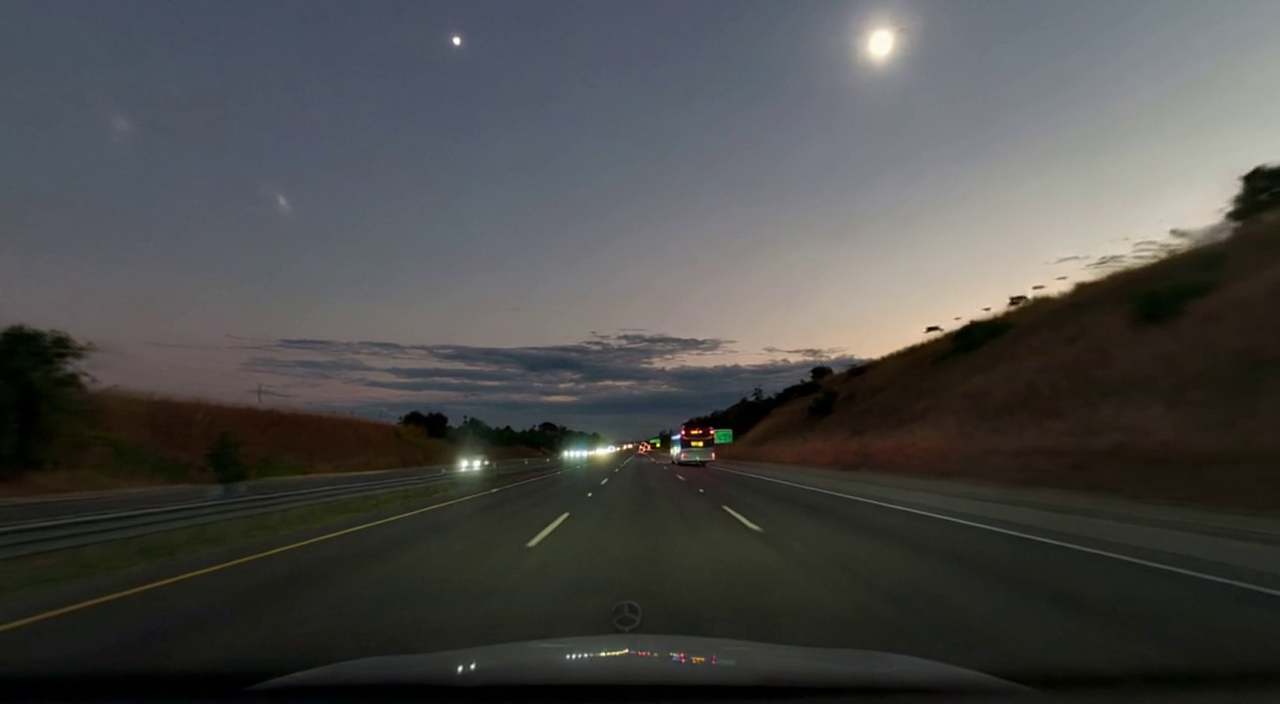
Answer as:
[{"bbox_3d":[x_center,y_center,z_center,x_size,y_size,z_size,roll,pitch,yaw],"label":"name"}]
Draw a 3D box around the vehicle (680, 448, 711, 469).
[{"bbox_3d":[4.185,8.134,48.358,1.934,1.498,3.838,0,-9,-2],"label":"vehicle"}]
